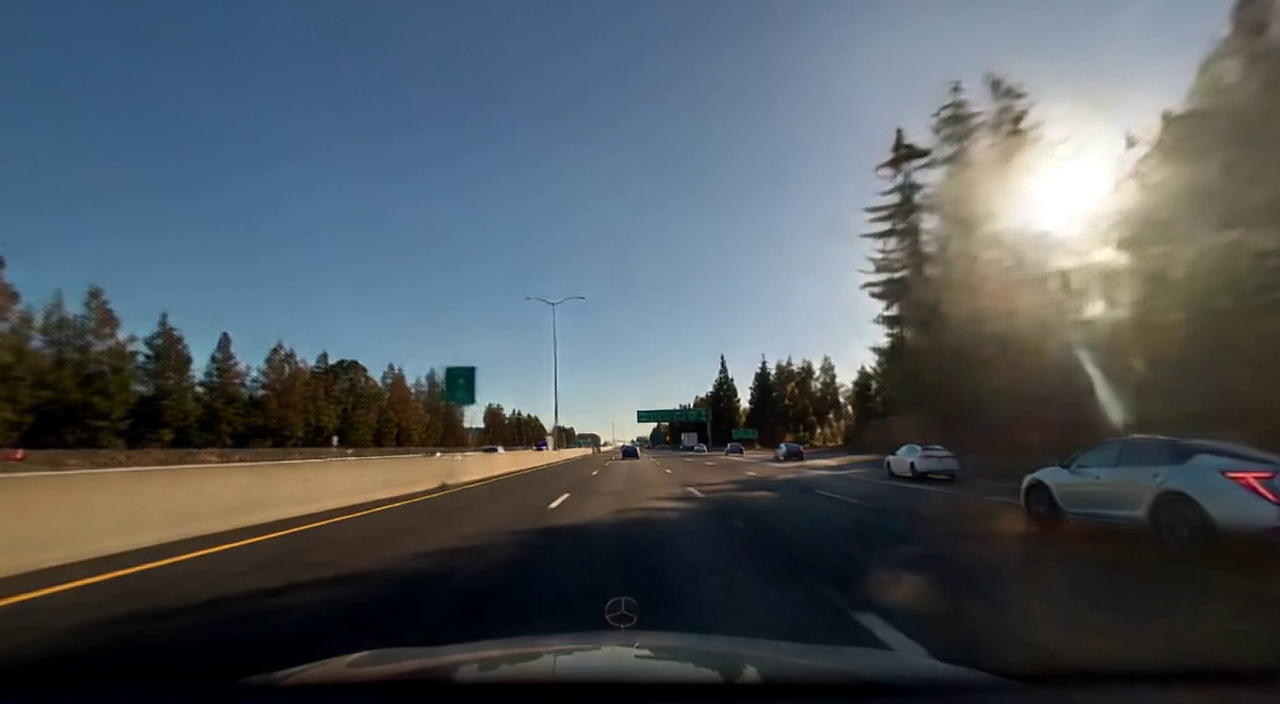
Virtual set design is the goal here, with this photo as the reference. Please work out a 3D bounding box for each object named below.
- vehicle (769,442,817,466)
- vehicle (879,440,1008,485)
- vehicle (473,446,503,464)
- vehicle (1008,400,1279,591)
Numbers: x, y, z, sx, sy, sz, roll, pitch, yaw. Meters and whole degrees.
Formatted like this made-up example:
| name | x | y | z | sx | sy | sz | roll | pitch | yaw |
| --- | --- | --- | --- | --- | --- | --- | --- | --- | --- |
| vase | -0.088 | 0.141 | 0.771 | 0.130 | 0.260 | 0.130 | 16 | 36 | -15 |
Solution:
| name | x | y | z | sx | sy | sz | roll | pitch | yaw |
| --- | --- | --- | --- | --- | --- | --- | --- | --- | --- |
| vehicle | 10.533 | 7.066 | 43.970 | 1.962 | 1.536 | 4.945 | 0 | -9 | -2 |
| vehicle | 11.114 | 4.071 | 23.693 | 2.194 | 1.489 | 5.141 | 0 | -9 | -1 |
| vehicle | -11.189 | 7.557 | 46.555 | 1.491 | 1.186 | 3.271 | 1 | -7 | -2 |
| vehicle | 6.676 | 1.529 | 7.310 | 2.027 | 1.679 | 4.543 | 0 | -9 | -1 |
